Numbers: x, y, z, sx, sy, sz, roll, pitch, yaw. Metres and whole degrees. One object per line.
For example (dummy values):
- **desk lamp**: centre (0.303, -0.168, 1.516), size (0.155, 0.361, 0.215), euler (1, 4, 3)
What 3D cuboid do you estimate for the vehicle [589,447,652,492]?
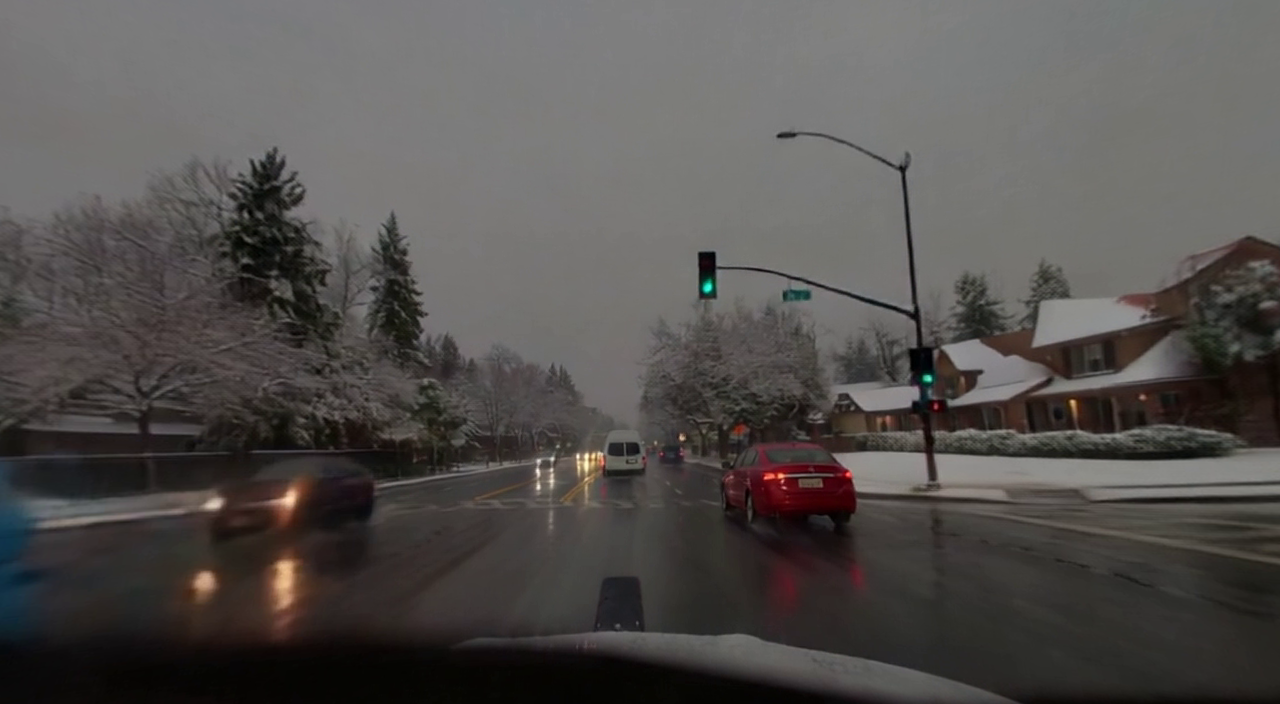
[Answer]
- **vehicle**: centre (-0.728, 4.274, 23.476), size (2.114, 1.483, 4.207), euler (0, -8, -2)

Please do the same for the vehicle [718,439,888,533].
- **vehicle**: centre (2.834, 2.434, 12.161), size (1.973, 1.447, 4.402), euler (0, -8, -2)

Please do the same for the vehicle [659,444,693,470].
- **vehicle**: centre (2.702, 8.071, 48.843), size (2.187, 1.847, 4.553), euler (0, -8, -3)

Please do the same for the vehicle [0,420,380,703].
- **vehicle**: centre (-3.266, 1.131, 3.176), size (2.096, 1.472, 4.618), euler (0, -8, -2)
